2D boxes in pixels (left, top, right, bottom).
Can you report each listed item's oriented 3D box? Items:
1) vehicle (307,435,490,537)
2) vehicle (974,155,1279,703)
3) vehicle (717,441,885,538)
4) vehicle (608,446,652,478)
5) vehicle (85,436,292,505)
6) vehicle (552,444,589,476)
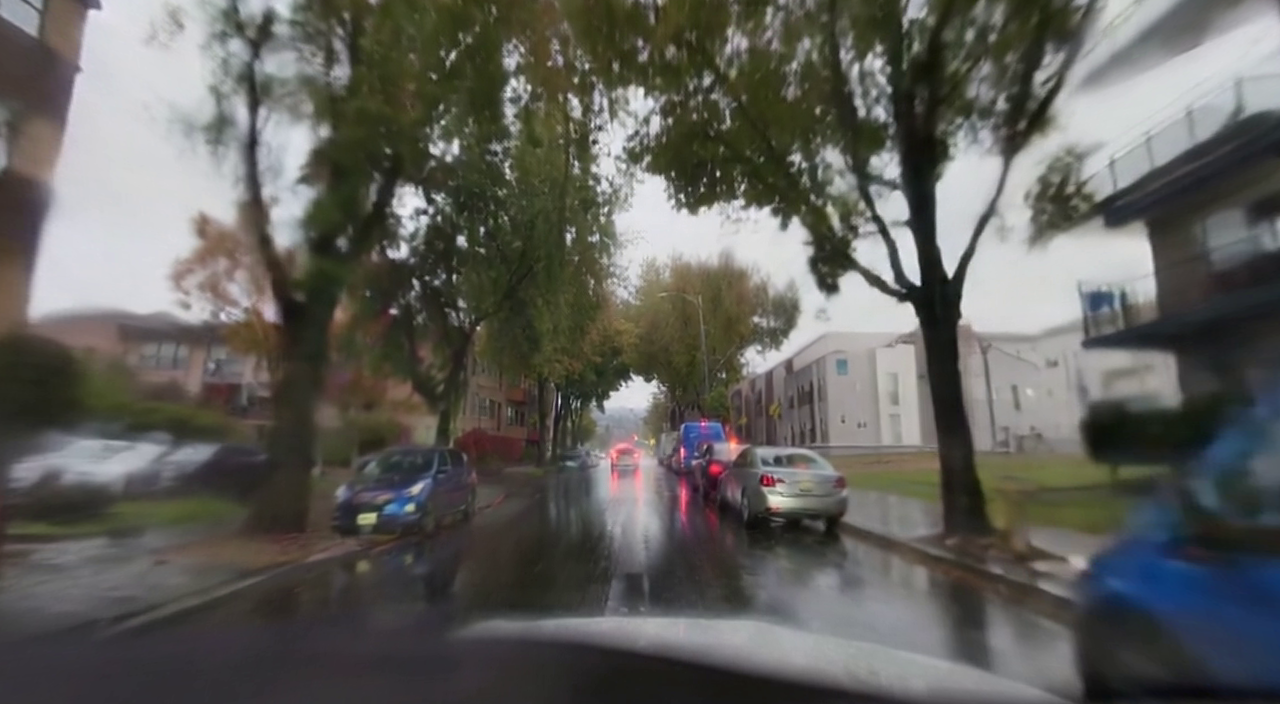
[{"bbox_3d":[-4.819,2.668,13.458,2.090,1.497,4.639,1,-4,0],"label":"vehicle"},{"bbox_3d":[2.684,0.405,0.452,2.303,2.049,4.719,0,-8,1],"label":"vehicle"},{"bbox_3d":[2.707,2.392,11.653,1.906,1.471,3.941,0,-8,-3],"label":"vehicle"},{"bbox_3d":[-0.517,5.597,32.389,2.095,1.510,3.605,0,-8,-1],"label":"vehicle"},{"bbox_3d":[-11.254,2.948,16.186,1.795,1.513,4.442,-1,-8,4],"label":"vehicle"},{"bbox_3d":[-4.506,7.029,41.288,1.951,1.662,4.046,0,-4,0],"label":"vehicle"}]
